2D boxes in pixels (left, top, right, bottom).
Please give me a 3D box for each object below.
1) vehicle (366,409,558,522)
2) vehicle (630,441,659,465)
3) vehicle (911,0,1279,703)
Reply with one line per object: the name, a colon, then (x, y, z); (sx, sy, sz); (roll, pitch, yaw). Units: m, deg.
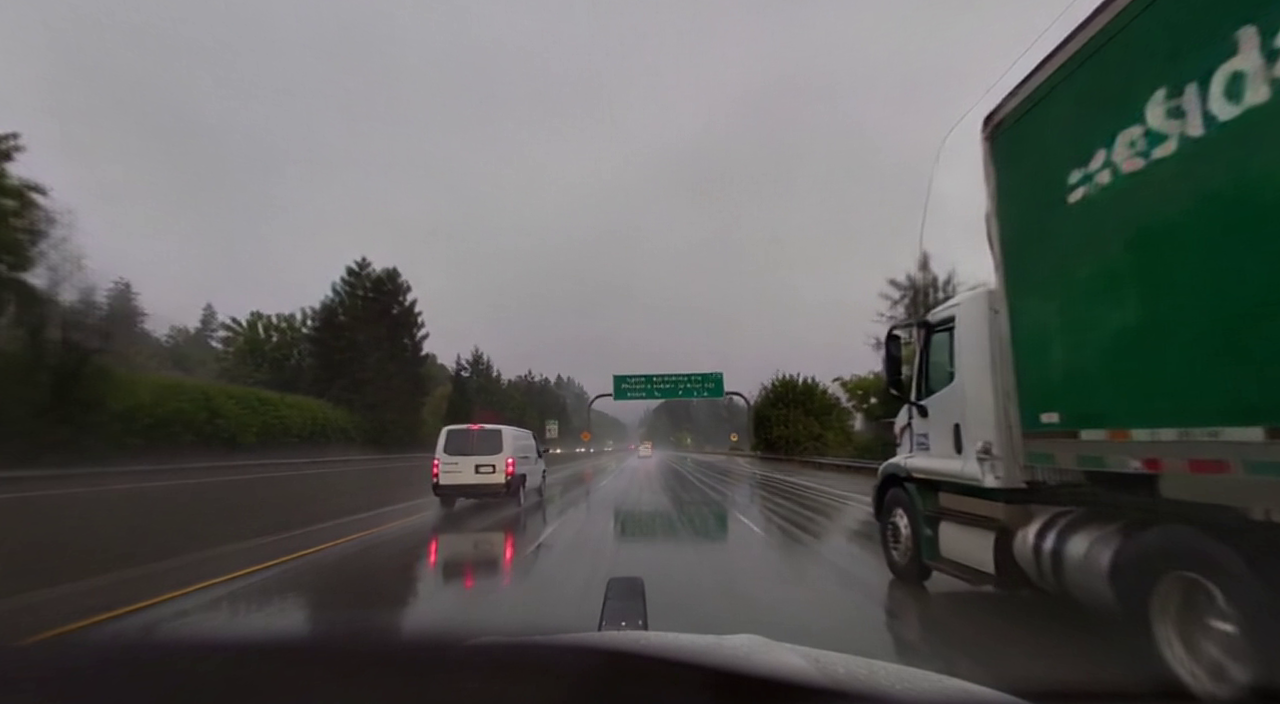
vehicle: (-3.433, 2.391, 13.767); (2.572, 1.927, 5.803); (0, -9, -1)
vehicle: (0.290, 7.485, 46.628); (2.067, 1.690, 3.901); (0, -9, -1)
vehicle: (4.159, -0.144, 2.455); (3.007, 3.949, 7.005); (0, -9, 0)
